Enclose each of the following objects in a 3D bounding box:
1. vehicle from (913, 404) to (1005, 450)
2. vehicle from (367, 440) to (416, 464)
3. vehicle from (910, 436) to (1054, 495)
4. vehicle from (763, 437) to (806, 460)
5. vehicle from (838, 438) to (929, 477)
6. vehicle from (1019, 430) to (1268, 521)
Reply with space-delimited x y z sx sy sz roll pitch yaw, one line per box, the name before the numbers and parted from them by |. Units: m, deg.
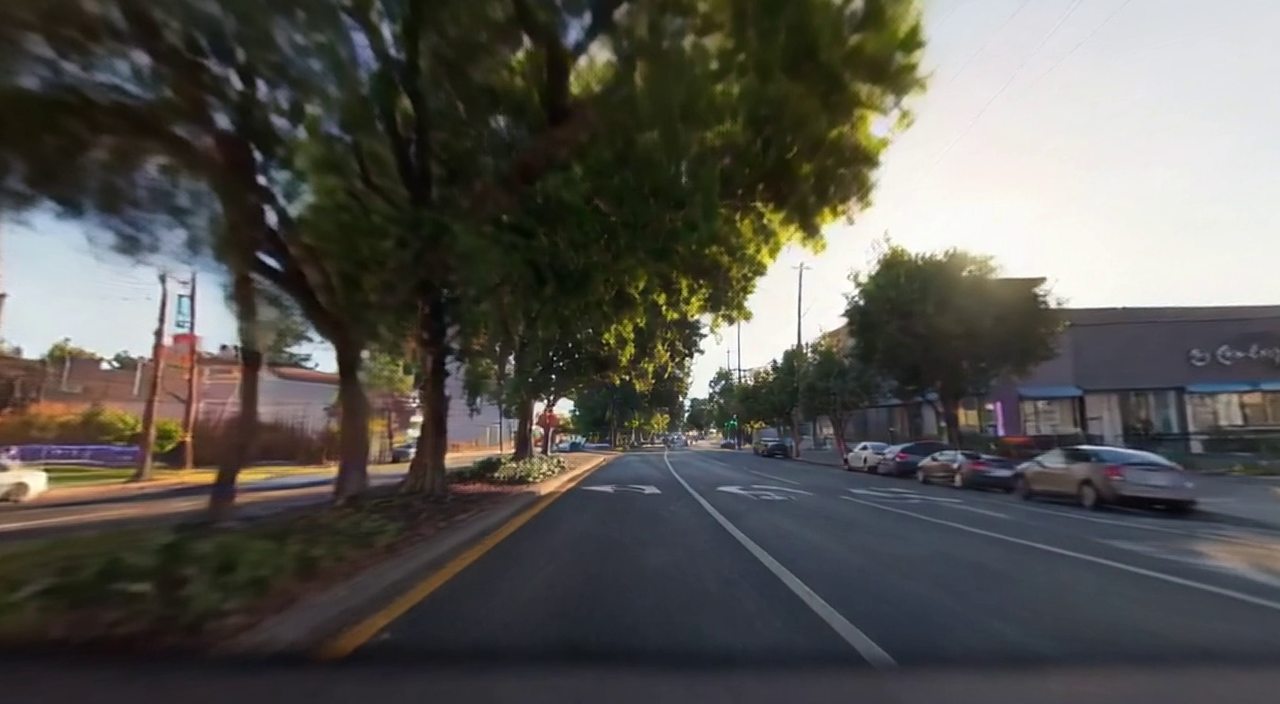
vehicle | 19.060 4.588 38.171 2.179 2.441 5.974 -3 -8 -2
vehicle | -19.152 7.705 48.949 1.966 1.753 4.634 0 -9 -1
vehicle | 9.771 3.266 18.532 1.726 1.486 4.394 0 -9 -1
vehicle | 10.200 6.848 44.804 1.919 1.546 4.730 0 -9 0
vehicle | 9.970 4.360 26.297 1.926 1.464 4.436 0 -9 -1
vehicle | 10.057 2.472 13.120 1.901 1.586 3.903 0 -9 -1
